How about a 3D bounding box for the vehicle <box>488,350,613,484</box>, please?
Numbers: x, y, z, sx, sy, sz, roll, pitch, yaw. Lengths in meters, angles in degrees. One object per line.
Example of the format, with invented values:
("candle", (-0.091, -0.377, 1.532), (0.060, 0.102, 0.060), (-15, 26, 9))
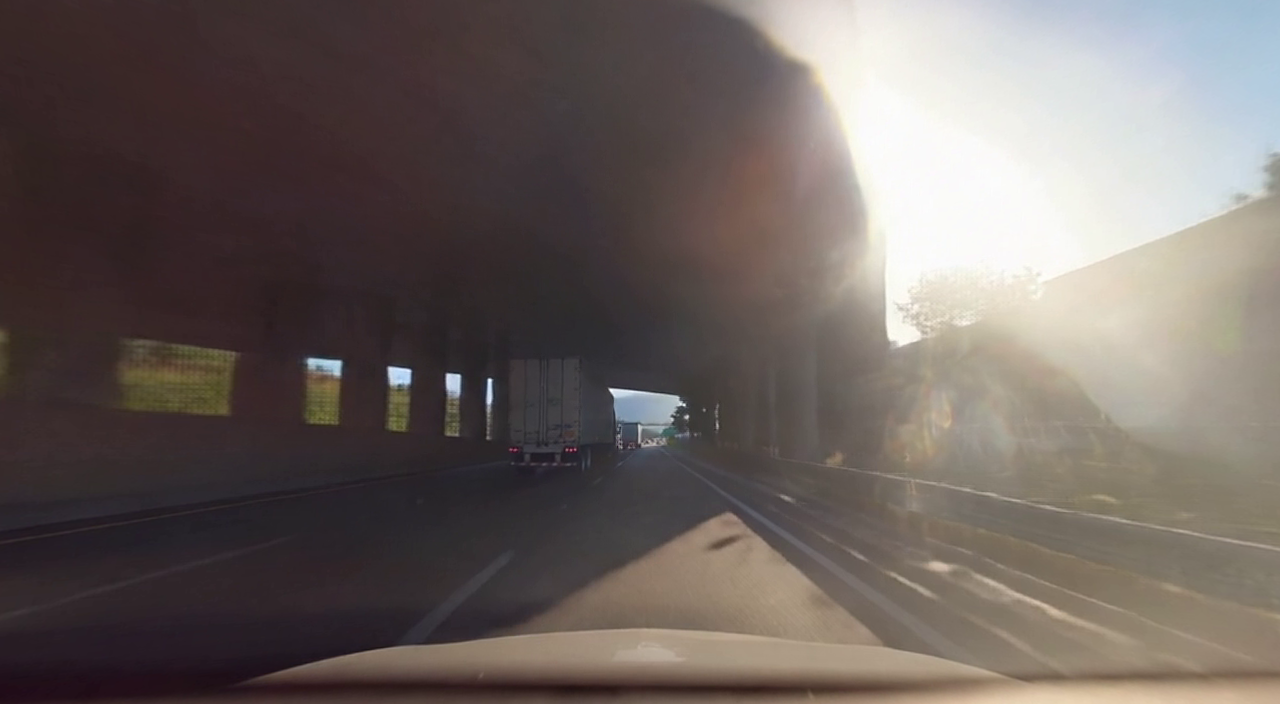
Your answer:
("vehicle", (-2.996, 2.956, 26.251), (2.947, 4.051, 14.256), (0, -8, 1))
